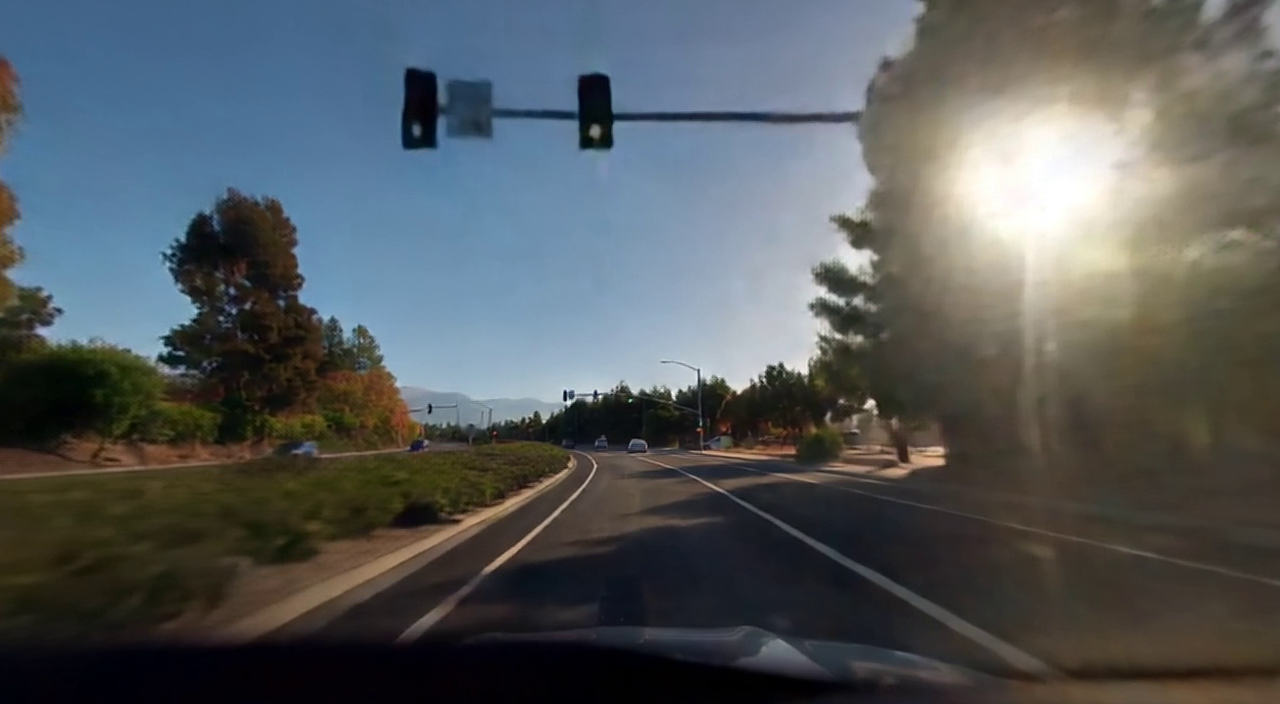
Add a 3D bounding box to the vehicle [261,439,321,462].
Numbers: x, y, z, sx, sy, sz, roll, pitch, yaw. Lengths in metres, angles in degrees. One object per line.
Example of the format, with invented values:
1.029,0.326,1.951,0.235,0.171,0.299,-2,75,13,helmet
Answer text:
-23.678,6.718,43.076,1.826,1.473,4.374,0,-8,-4,vehicle
